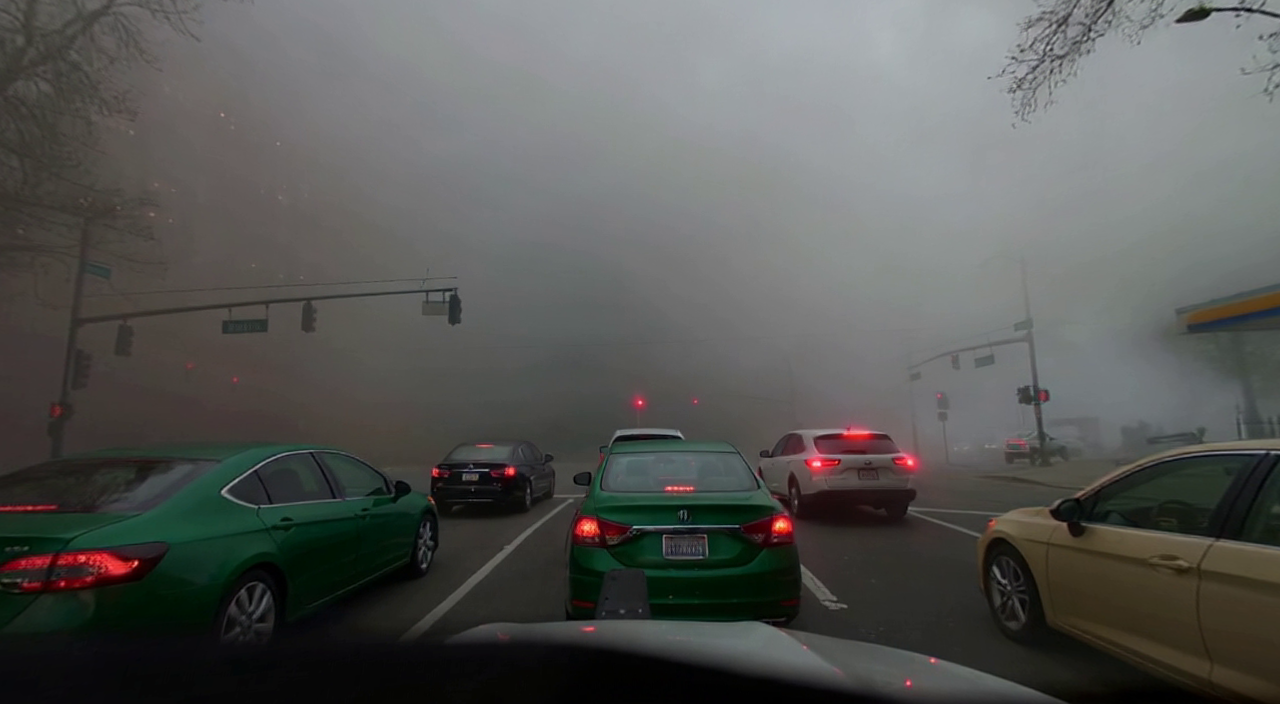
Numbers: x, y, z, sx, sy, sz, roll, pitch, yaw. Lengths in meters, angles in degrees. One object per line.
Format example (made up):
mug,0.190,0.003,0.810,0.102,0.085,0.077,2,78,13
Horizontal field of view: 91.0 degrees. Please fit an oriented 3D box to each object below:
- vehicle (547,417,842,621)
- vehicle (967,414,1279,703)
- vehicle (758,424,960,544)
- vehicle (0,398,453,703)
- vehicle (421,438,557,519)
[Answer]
vehicle,0.350,1.582,6.972,2.220,1.507,4.317,0,-9,-2
vehicle,4.192,1.130,3.612,1.950,1.497,4.686,0,-9,-3
vehicle,3.408,2.133,10.794,1.947,1.630,4.127,0,-9,0
vehicle,-3.002,1.255,4.630,1.887,1.493,4.255,0,-9,1
vehicle,-3.053,2.647,13.737,1.867,1.474,4.237,0,-9,1
